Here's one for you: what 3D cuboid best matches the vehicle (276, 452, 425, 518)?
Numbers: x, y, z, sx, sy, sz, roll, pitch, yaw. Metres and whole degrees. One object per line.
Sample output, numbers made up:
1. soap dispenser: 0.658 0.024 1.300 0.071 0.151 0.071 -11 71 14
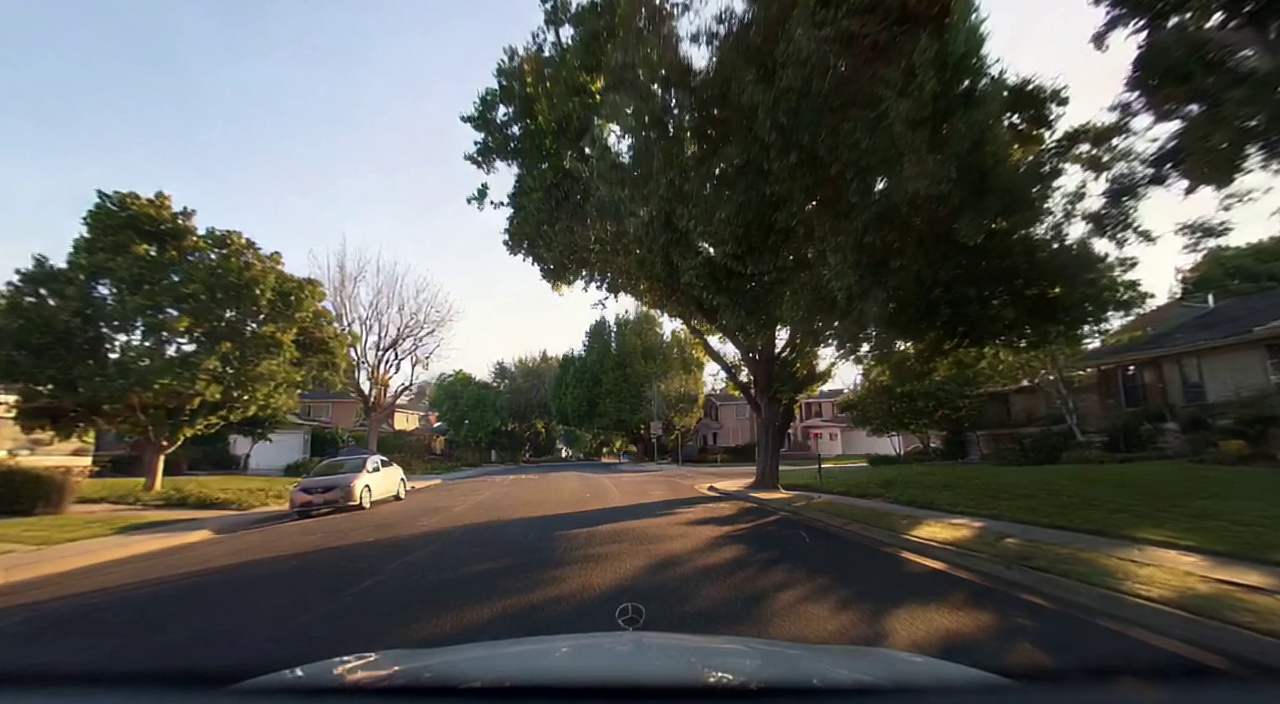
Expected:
1. vehicle: -7.701 3.546 17.488 2.069 1.487 5.470 0 -9 -6
